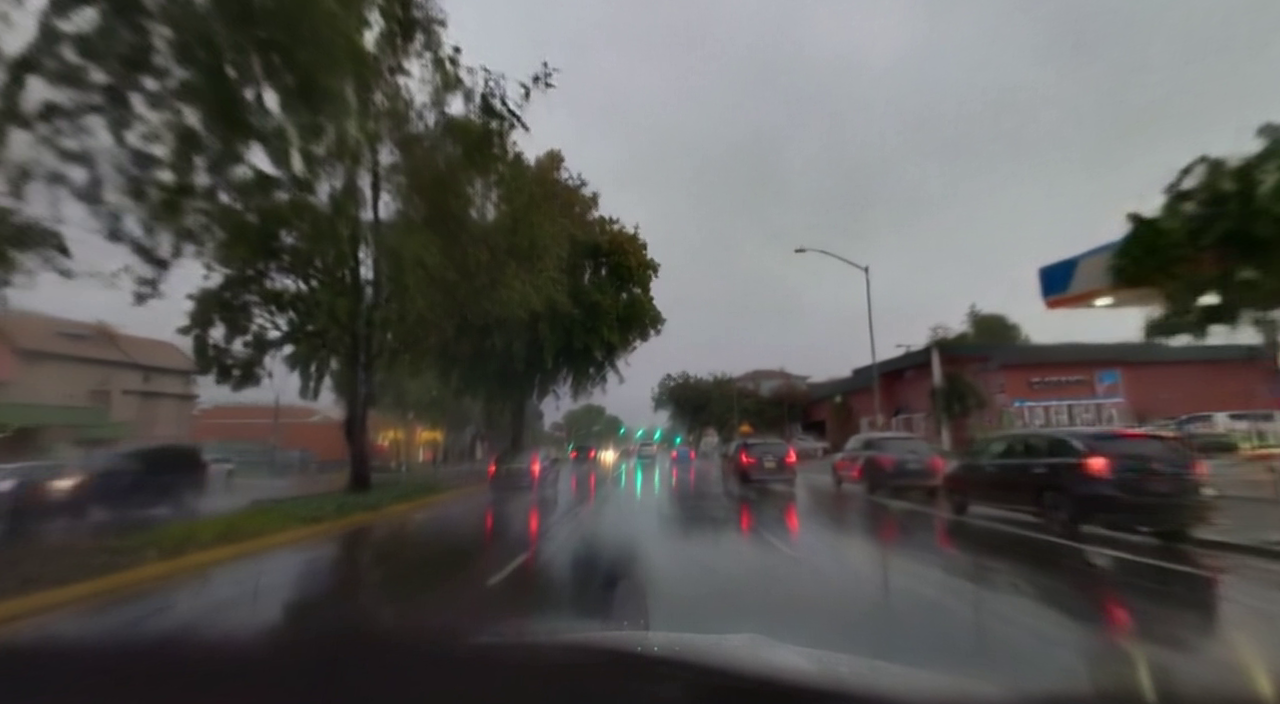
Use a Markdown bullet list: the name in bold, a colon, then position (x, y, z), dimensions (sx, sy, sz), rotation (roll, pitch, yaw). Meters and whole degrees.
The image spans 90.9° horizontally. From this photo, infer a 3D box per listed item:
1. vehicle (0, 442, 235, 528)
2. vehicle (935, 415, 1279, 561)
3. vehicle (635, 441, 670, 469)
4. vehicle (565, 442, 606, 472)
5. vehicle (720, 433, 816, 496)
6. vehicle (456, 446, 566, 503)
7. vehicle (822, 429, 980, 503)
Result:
- **vehicle**: position (-12.351, 3.037, 15.116), dimensions (2.096, 1.720, 4.694), rotation (0, -8, 0)
- **vehicle**: position (7.004, 2.052, 10.257), dimensions (2.417, 1.736, 5.043), rotation (-1, -9, 7)
- **vehicle**: position (0.801, 6.723, 41.349), dimensions (2.192, 1.674, 4.124), rotation (0, -8, 0)
- **vehicle**: position (-3.176, 6.192, 37.373), dimensions (1.988, 1.645, 3.995), rotation (0, -8, 2)
- **vehicle**: position (3.789, 3.426, 19.626), dimensions (1.980, 1.709, 4.813), rotation (0, -8, 0)
- **vehicle**: position (-3.415, 3.320, 17.584), dimensions (2.013, 1.354, 4.393), rotation (0, -8, 2)
- **vehicle**: position (7.148, 3.174, 18.051), dimensions (2.189, 1.783, 5.122), rotation (1, -8, -2)
